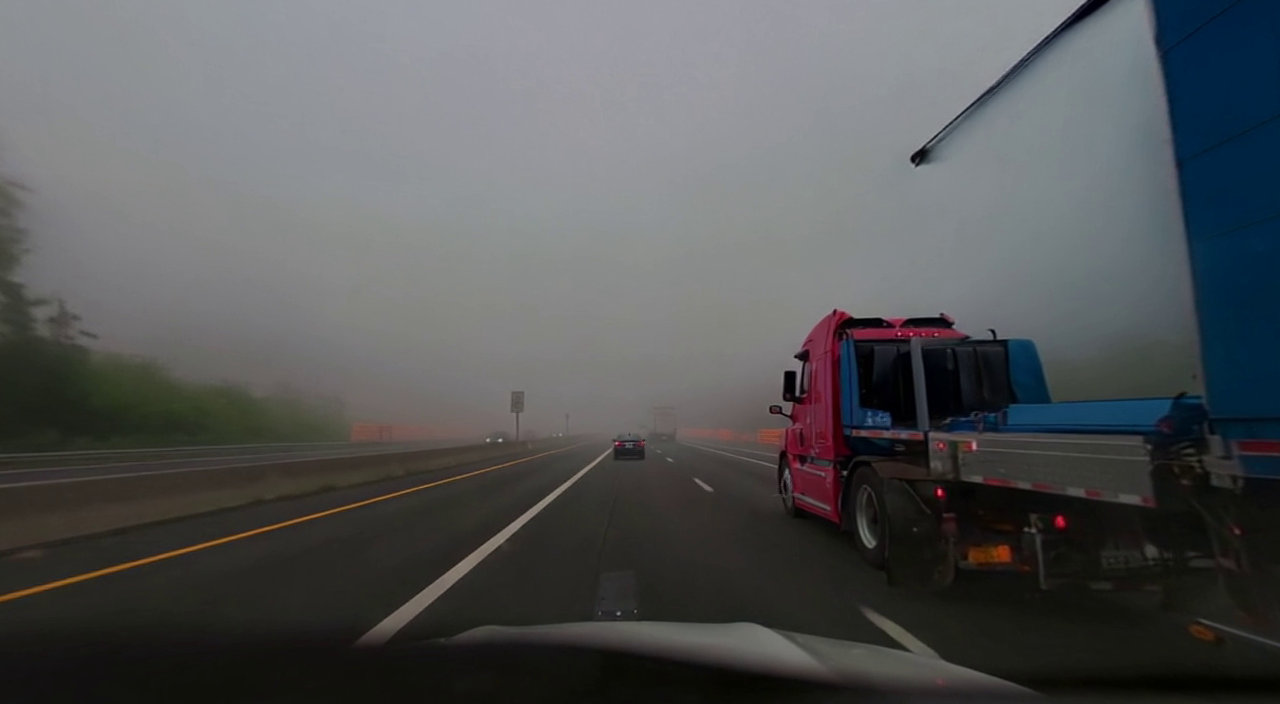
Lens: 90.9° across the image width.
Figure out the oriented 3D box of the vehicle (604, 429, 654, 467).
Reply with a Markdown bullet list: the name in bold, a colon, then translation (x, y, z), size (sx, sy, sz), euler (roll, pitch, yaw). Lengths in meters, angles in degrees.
- **vehicle**: translation (-0.464, 3.989, 26.416), size (1.929, 1.469, 3.677), euler (0, -8, -1)

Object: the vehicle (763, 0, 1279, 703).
- **vehicle**: translation (3.494, 0.094, 4.152), size (2.919, 3.634, 10.888), euler (0, -8, -1)
